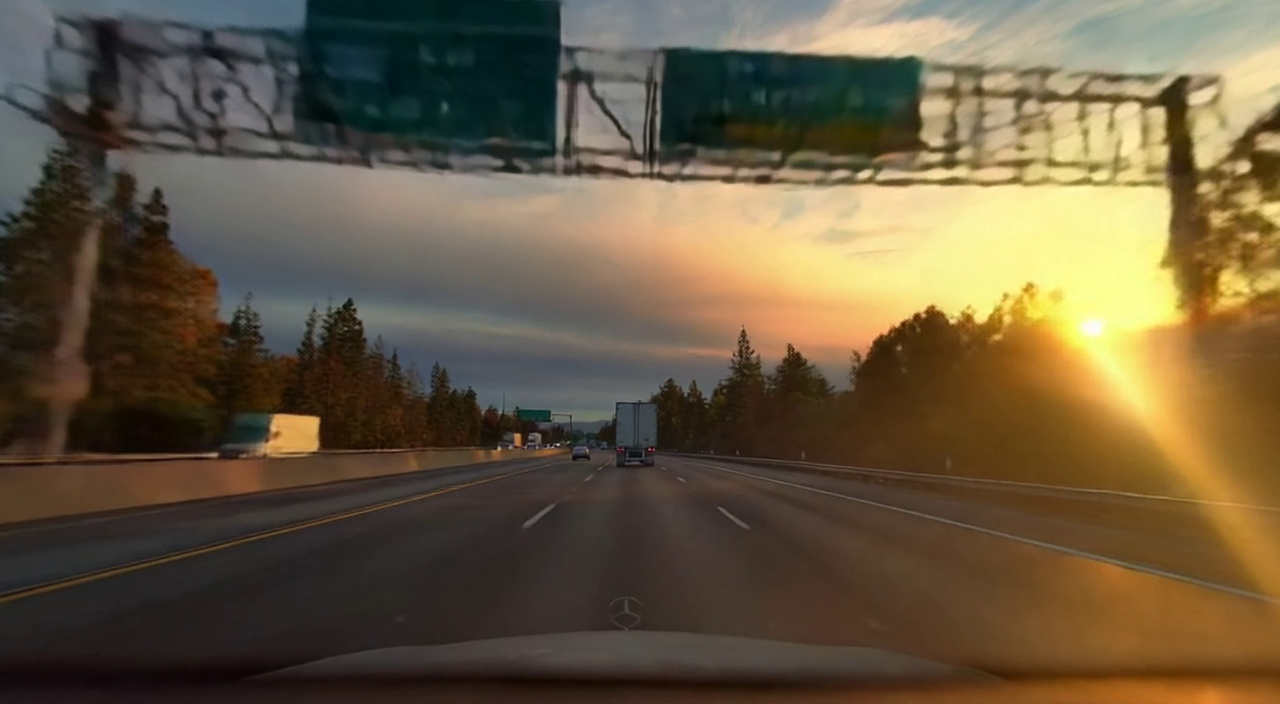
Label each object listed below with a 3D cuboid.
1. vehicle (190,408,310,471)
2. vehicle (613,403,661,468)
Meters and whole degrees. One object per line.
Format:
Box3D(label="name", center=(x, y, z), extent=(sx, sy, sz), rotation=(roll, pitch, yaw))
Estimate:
Box3D(label="vehicle", center=(-17.197, 3.940, 28.180), extent=(2.136, 2.560, 5.054), rotation=(0, -9, -1))
Box3D(label="vehicle", center=(-0.333, 5.996, 44.466), extent=(2.962, 3.953, 10.696), rotation=(0, -9, -2))
